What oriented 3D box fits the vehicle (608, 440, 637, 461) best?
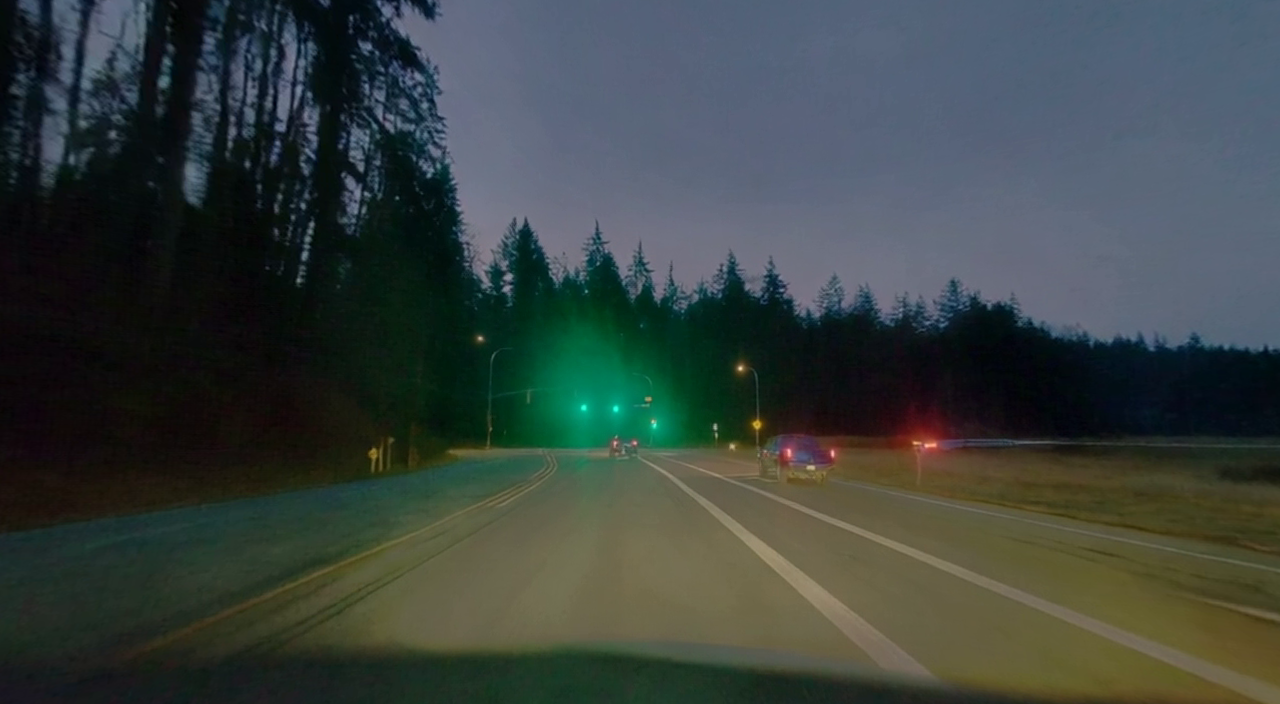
[{"bbox_3d":[-1.401,7.435,48.019,2.042,1.489,3.963,0,-8,-4],"label":"vehicle"}]
